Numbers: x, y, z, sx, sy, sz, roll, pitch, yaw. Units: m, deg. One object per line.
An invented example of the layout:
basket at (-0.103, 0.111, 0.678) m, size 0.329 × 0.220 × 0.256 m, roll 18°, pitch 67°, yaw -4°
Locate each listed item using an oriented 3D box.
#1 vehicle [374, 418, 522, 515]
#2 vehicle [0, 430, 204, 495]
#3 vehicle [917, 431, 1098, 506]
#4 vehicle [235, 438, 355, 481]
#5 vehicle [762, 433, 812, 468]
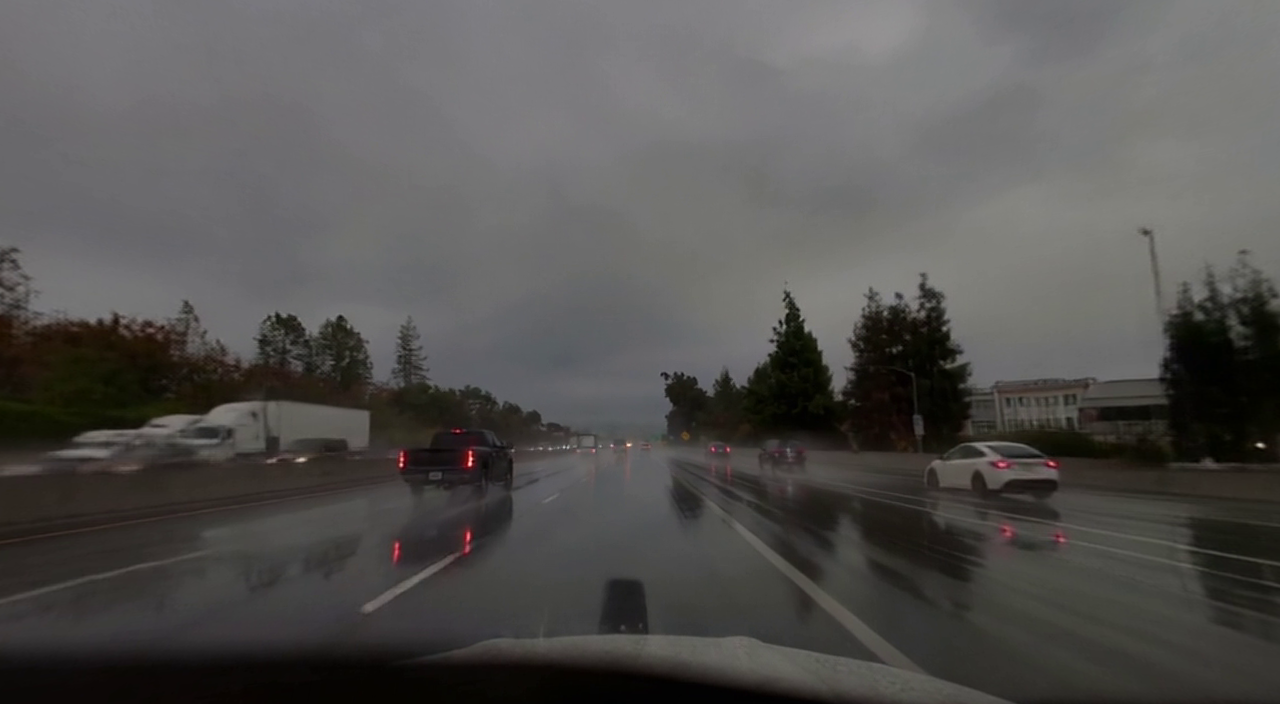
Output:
vehicle at (-4.304, 2.651, 15.106) m, size 1.994 × 1.911 × 4.819 m, roll 0°, pitch -8°, yaw 0°
vehicle at (-21.011, 4.227, 24.746) m, size 2.736 × 2.171 × 6.889 m, roll 0°, pitch -8°, yaw 1°
vehicle at (9.150, 2.919, 16.231) m, size 1.971 × 1.638 × 4.295 m, roll 0°, pitch -8°, yaw -1°
vehicle at (-17.064, 5.341, 31.713) m, size 2.632 × 1.948 × 5.968 m, roll 0°, pitch -8°, yaw 1°
vehicle at (9.462, 6.363, 41.034) m, size 2.061 × 2.115 × 4.635 m, roll 0°, pitch -8°, yaw -1°
